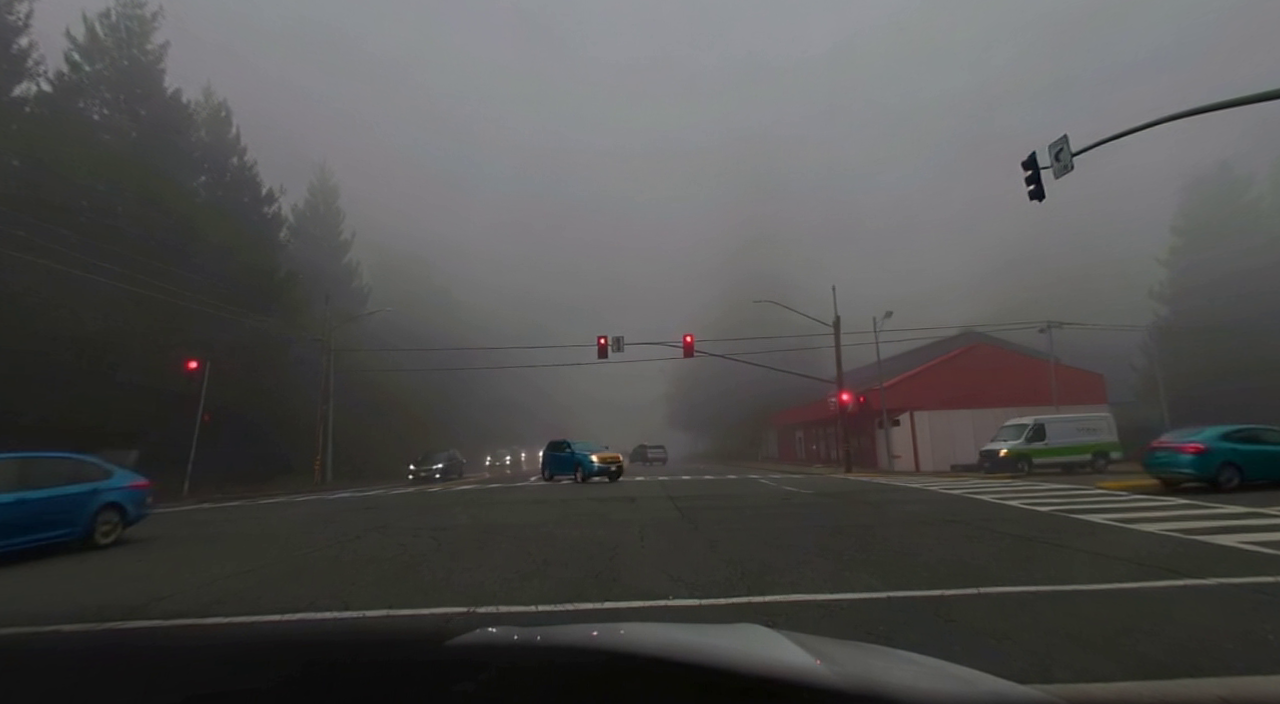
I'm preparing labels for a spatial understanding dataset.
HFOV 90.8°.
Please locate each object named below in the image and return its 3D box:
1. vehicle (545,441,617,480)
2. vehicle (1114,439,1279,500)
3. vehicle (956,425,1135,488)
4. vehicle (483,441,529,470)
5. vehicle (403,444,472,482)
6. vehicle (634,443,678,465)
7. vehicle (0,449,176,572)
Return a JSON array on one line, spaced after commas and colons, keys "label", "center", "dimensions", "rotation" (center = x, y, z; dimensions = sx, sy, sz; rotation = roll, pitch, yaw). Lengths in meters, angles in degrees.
[{"label": "vehicle", "center": [-2.564, 4.476, 26.391], "dimensions": [1.935, 1.464, 4.562], "rotation": [3, -9, -19]}, {"label": "vehicle", "center": [14.669, 2.893, 15.730], "dimensions": [4.228, 1.416, 1.846], "rotation": [0, -9, -1]}, {"label": "vehicle", "center": [14.819, 3.784, 23.129], "dimensions": [5.910, 2.046, 2.228], "rotation": [3, -9, -20]}, {"label": "vehicle", "center": [-8.611, 6.693, 41.081], "dimensions": [2.087, 1.718, 4.700], "rotation": [0, -9, -2]}, {"label": "vehicle", "center": [-8.635, 4.744, 27.357], "dimensions": [1.779, 1.460, 4.463], "rotation": [0, -9, -4]}, {"label": "vehicle", "center": [1.013, 7.074, 44.105], "dimensions": [1.919, 1.453, 4.828], "rotation": [2, -9, -13]}, {"label": "vehicle", "center": [-8.701, 2.000, 8.174], "dimensions": [2.024, 1.460, 4.381], "rotation": [0, -9, 0]}]
